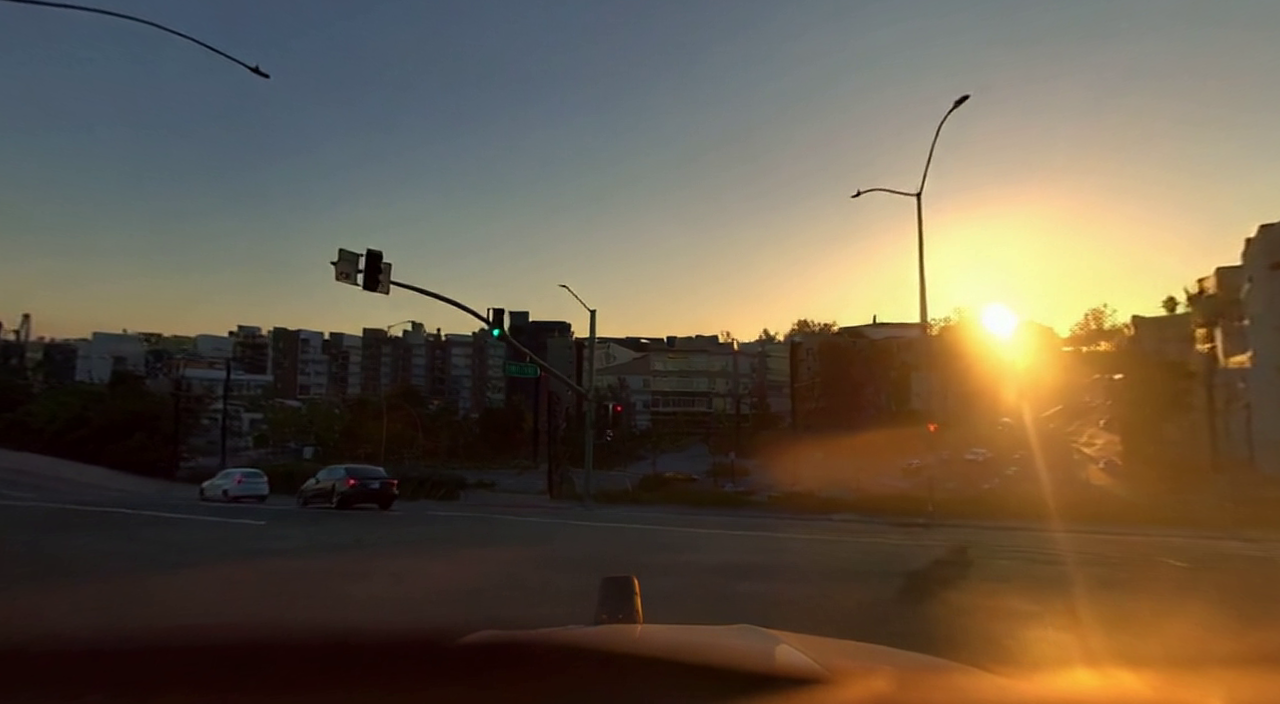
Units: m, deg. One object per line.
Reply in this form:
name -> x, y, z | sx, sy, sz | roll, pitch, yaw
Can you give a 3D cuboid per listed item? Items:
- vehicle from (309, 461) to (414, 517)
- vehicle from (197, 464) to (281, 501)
vehicle -> -9.357, 4.482, 21.073 | 2.048, 1.516, 3.874 | 7, -11, -40
vehicle -> -19.911, 6.417, 31.354 | 3.852, 1.605, 2.007 | -6, -10, 33
